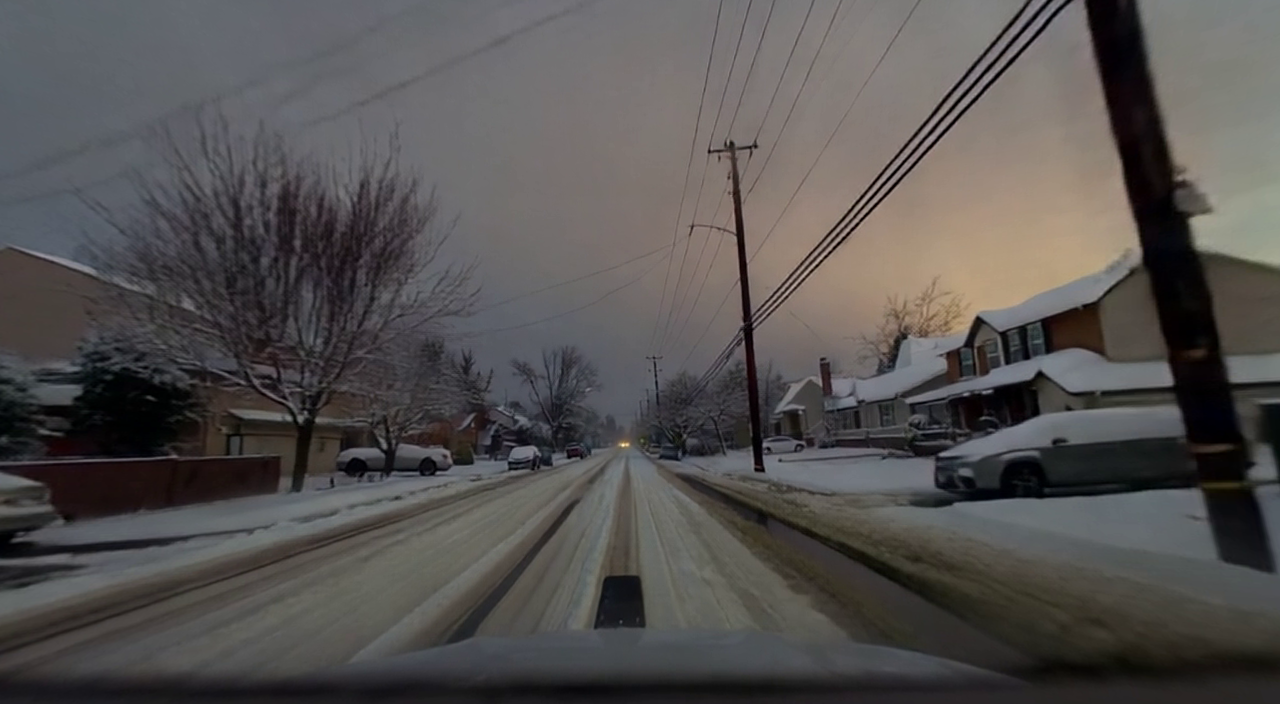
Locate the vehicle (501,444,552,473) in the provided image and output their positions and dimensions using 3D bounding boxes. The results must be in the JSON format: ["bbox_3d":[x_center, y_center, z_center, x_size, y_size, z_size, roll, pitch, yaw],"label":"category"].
[{"bbox_3d":[-6.626,6.285,37.572,2.208,1.491,5.089,0,-8,-1],"label":"vehicle"}]

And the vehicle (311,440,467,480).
[{"bbox_3d":[-12.267,5.327,31.356,6.619,1.759,2.632,-1,-8,-2],"label":"vehicle"}]

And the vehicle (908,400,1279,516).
[{"bbox_3d":[8.989,2.091,12.826,5.890,1.896,2.459,-2,-7,0],"label":"vehicle"}]
